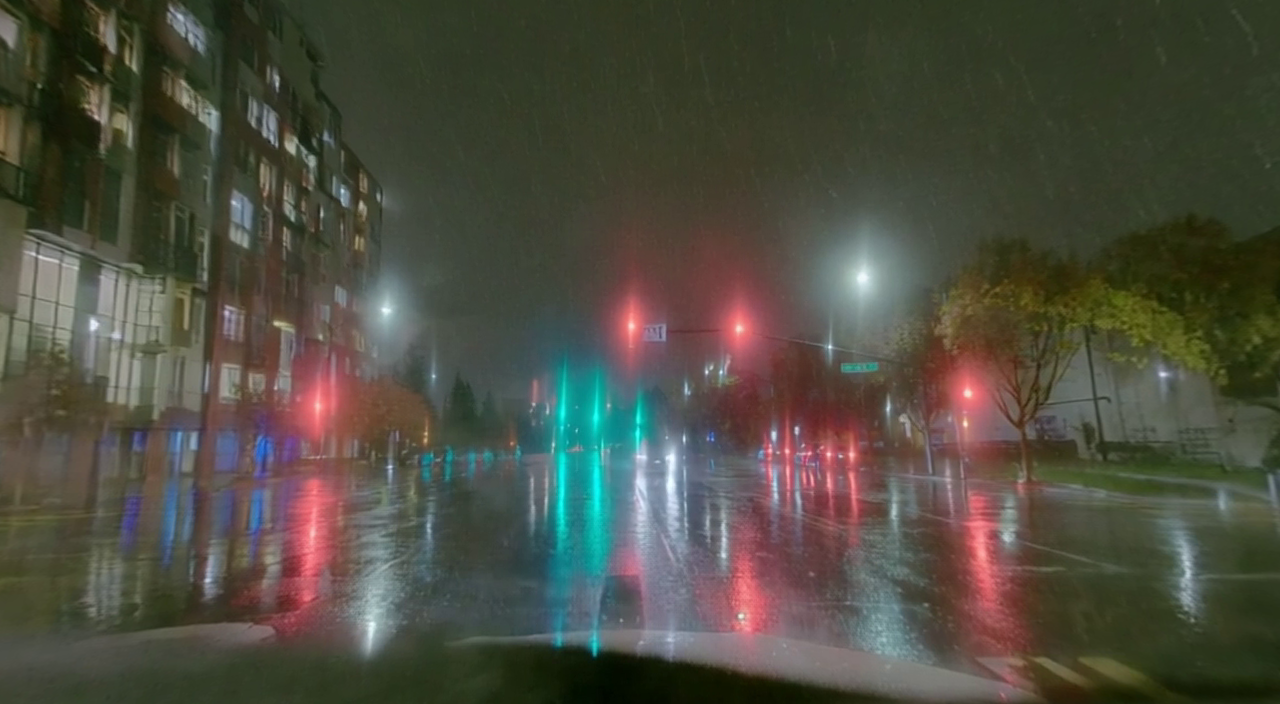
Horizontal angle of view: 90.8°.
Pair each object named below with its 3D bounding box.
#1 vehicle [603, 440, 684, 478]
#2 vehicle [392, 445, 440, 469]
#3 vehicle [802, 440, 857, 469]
[{"bbox_3d":[0.022,4.496,26.909,1.933,1.460,4.683,3,-9,-20],"label":"vehicle"},{"bbox_3d":[-16.483,7.721,46.757,2.075,1.708,4.335,0,-8,-1],"label":"vehicle"},{"bbox_3d":[13.053,7.109,43.830,2.181,1.876,4.723,0,-8,-2],"label":"vehicle"}]
